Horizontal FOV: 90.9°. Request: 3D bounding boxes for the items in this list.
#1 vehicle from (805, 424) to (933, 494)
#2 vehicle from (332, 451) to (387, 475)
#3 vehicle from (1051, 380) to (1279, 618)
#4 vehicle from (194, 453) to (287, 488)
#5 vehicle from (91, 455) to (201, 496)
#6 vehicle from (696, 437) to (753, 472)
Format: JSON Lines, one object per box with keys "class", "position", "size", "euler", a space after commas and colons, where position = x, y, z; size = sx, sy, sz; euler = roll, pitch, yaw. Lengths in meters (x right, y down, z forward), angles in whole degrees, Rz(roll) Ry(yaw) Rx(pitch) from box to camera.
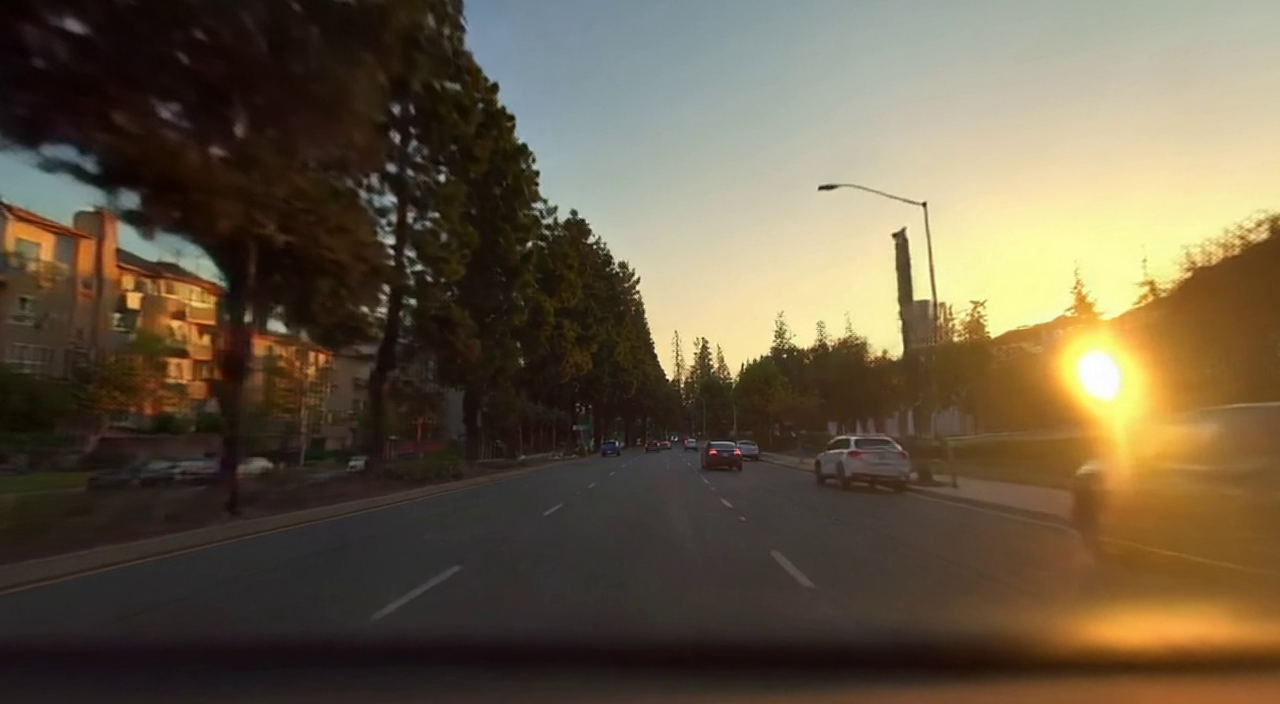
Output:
{"class": "vehicle", "position": [6.808, 3.230, 19.455], "size": [2.092, 1.849, 5.068], "euler": [0, -8, 1]}
{"class": "vehicle", "position": [-21.555, 8.508, 48.674], "size": [1.883, 1.671, 4.779], "euler": [0, -8, 2]}
{"class": "vehicle", "position": [6.395, 1.217, 5.111], "size": [2.213, 1.949, 5.907], "euler": [1, -8, 1]}
{"class": "vehicle", "position": [-21.674, 6.432, 34.466], "size": [1.882, 1.479, 4.822], "euler": [-6, -8, 1]}
{"class": "vehicle", "position": [-22.271, 5.537, 28.606], "size": [1.780, 1.573, 3.881], "euler": [-3, -8, 1]}
{"class": "vehicle", "position": [3.876, 4.764, 29.611], "size": [2.128, 1.502, 4.572], "euler": [0, -8, 1]}
